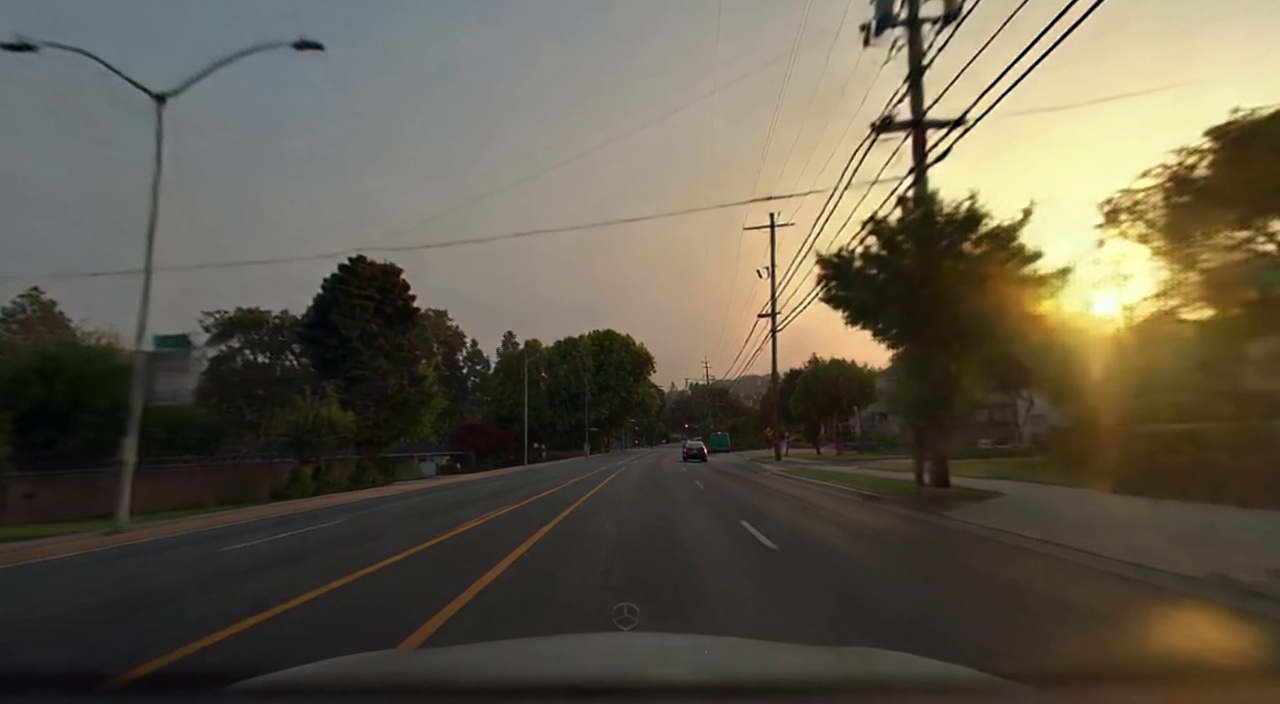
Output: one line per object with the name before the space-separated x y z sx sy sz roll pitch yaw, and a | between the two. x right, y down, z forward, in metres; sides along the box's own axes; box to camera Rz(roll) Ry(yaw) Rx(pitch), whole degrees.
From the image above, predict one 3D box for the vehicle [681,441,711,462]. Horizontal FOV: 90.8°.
vehicle | 4.085 7.392 46.928 2.015 1.467 4.117 -1 -8 2
